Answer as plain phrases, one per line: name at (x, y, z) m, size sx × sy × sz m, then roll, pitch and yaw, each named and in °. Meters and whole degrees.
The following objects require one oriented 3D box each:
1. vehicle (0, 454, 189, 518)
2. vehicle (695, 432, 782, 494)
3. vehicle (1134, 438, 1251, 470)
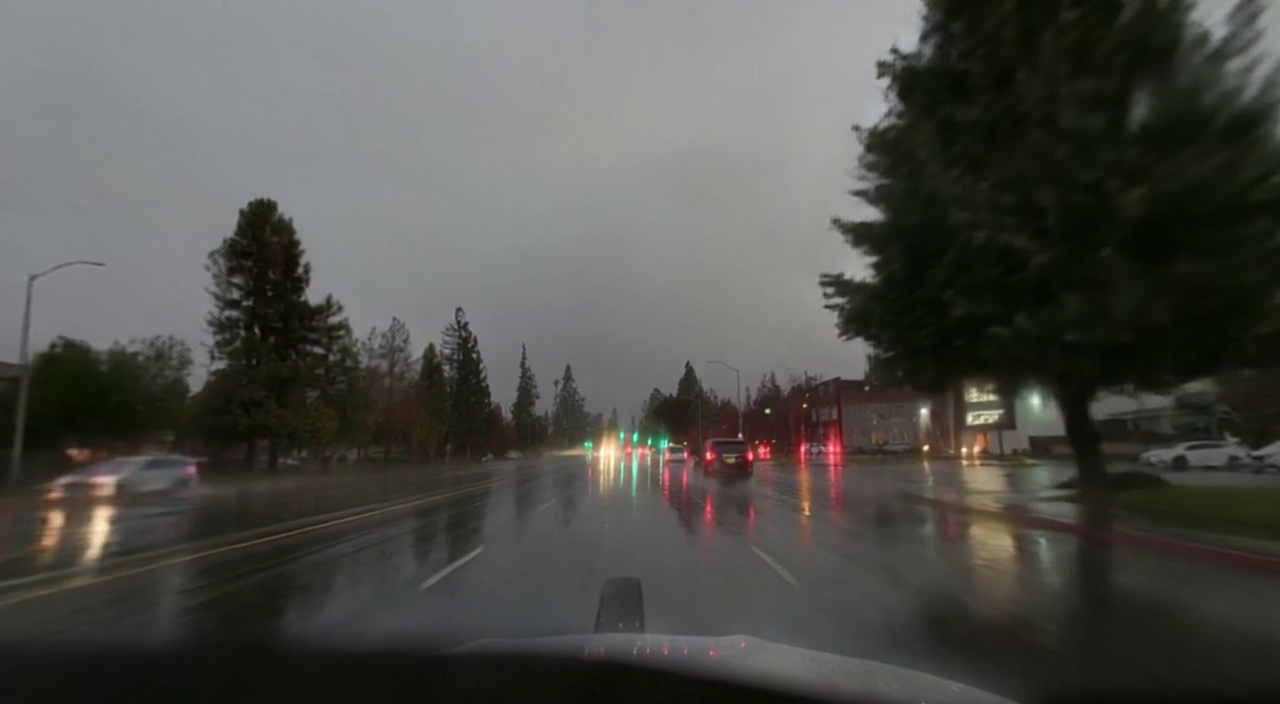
vehicle at (-16.254, 3.910, 18.996) m, size 1.988 × 1.619 × 4.561 m, roll 0°, pitch -9°, yaw 0°
vehicle at (3.122, 3.644, 21.011) m, size 2.060 × 1.816 × 4.343 m, roll 0°, pitch -9°, yaw -2°
vehicle at (30.338, 5.586, 34.788) m, size 4.607 × 1.683 × 2.217 m, roll 1°, pitch -9°, yaw -8°
